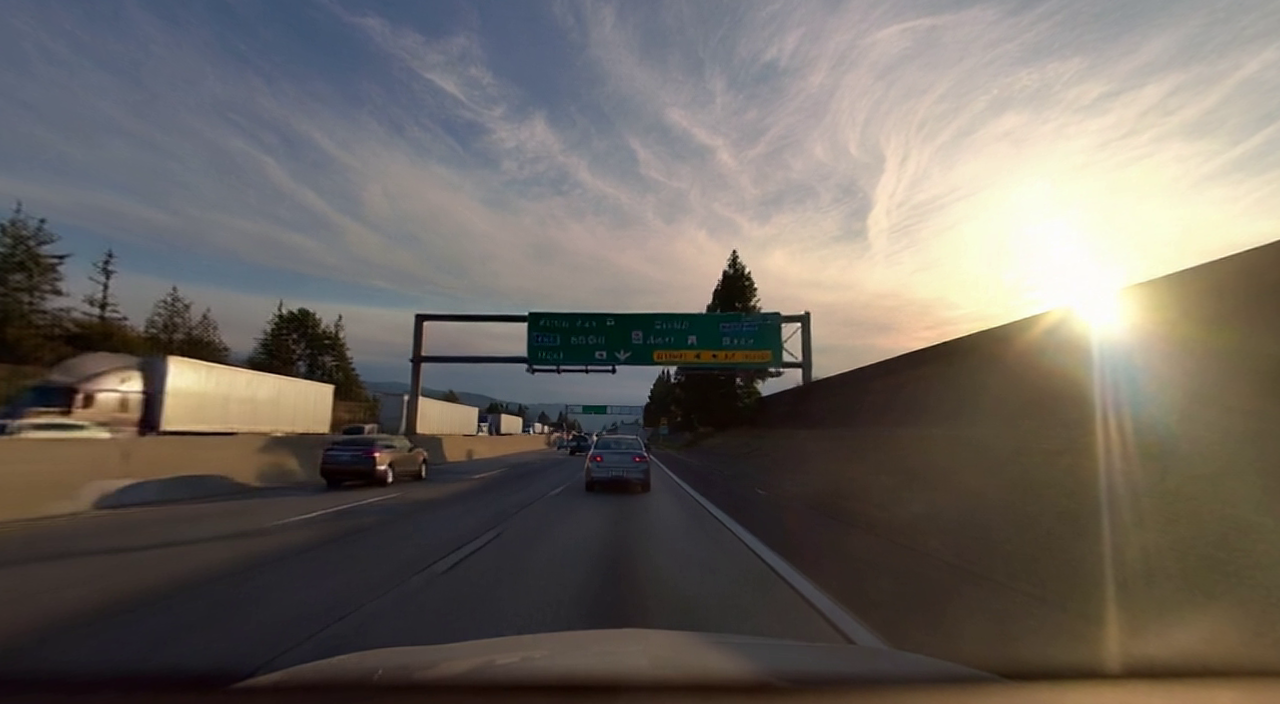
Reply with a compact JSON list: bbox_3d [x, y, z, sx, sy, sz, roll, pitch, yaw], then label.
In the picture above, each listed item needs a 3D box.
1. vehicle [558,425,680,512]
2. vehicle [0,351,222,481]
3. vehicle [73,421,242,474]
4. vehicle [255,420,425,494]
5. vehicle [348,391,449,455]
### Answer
[{"bbox_3d":[-0.368,2.361,13.299,2.127,1.497,4.445,0,-8,0],"label":"vehicle"},{"bbox_3d":[-19.003,2.444,22.814,2.695,3.963,7.031,0,-8,-1],"label":"vehicle"},{"bbox_3d":[-14.901,2.981,19.796,1.865,1.476,4.348,0,-8,0],"label":"vehicle"},{"bbox_3d":[-7.633,2.719,16.656,2.325,1.663,4.426,0,-8,0],"label":"vehicle"},{"bbox_3d":[-15.280,4.730,40.790,3.034,3.627,9.026,0,-8,0],"label":"vehicle"}]
